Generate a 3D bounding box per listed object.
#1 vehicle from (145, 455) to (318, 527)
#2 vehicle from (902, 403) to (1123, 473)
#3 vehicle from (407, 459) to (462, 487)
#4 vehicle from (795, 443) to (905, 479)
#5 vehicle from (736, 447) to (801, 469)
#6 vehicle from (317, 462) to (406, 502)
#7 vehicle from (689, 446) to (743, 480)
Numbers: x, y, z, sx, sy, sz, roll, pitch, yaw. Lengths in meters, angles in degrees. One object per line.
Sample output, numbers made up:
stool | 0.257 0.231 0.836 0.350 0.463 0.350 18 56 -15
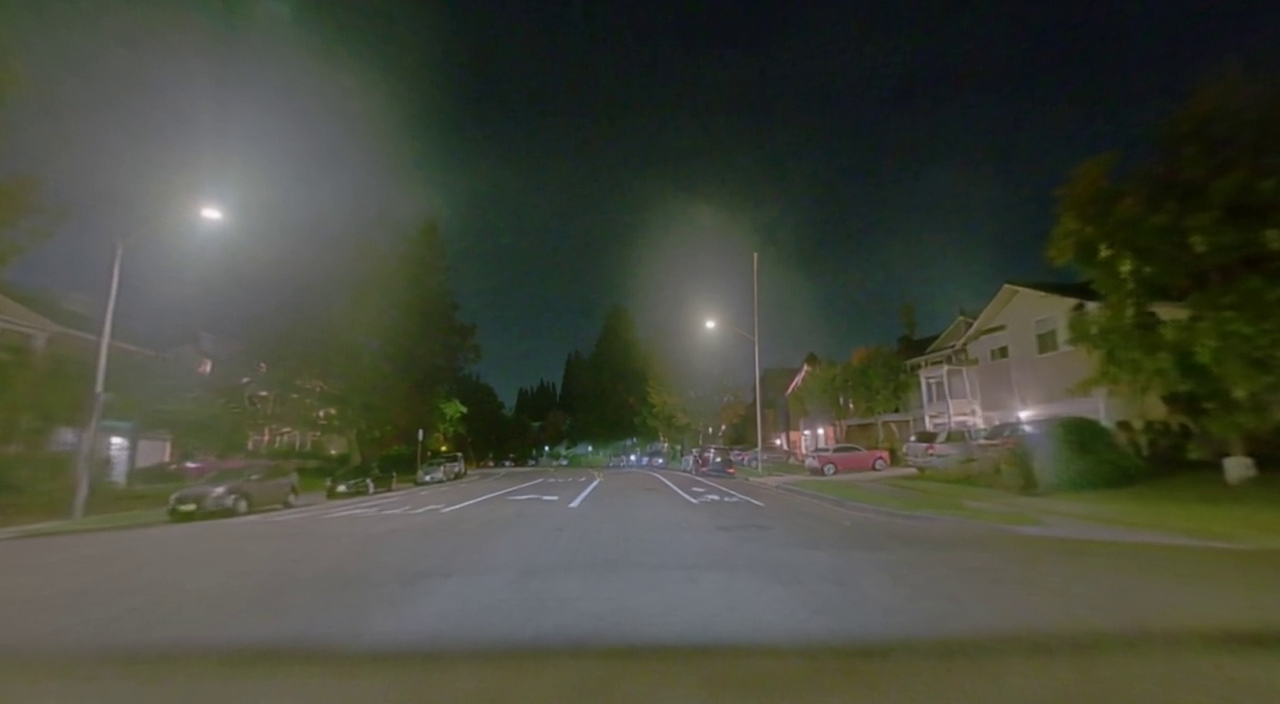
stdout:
vehicle | -11.591 3.911 18.416 2.037 1.755 4.434 0 -9 0
vehicle | 12.785 3.115 22.037 6.244 2.050 2.209 -9 -13 37
vehicle | -12.269 7.224 38.093 2.012 1.478 4.661 1 -9 -4
vehicle | 10.082 5.249 30.522 4.512 1.477 1.927 -2 -9 -4
vehicle | 9.173 7.598 45.421 4.158 1.521 1.921 1 -9 -6
vehicle | -11.643 5.455 26.760 1.948 1.410 4.361 1 -9 -3
vehicle | 4.186 6.192 35.703 2.184 1.770 4.651 1 -9 -4
